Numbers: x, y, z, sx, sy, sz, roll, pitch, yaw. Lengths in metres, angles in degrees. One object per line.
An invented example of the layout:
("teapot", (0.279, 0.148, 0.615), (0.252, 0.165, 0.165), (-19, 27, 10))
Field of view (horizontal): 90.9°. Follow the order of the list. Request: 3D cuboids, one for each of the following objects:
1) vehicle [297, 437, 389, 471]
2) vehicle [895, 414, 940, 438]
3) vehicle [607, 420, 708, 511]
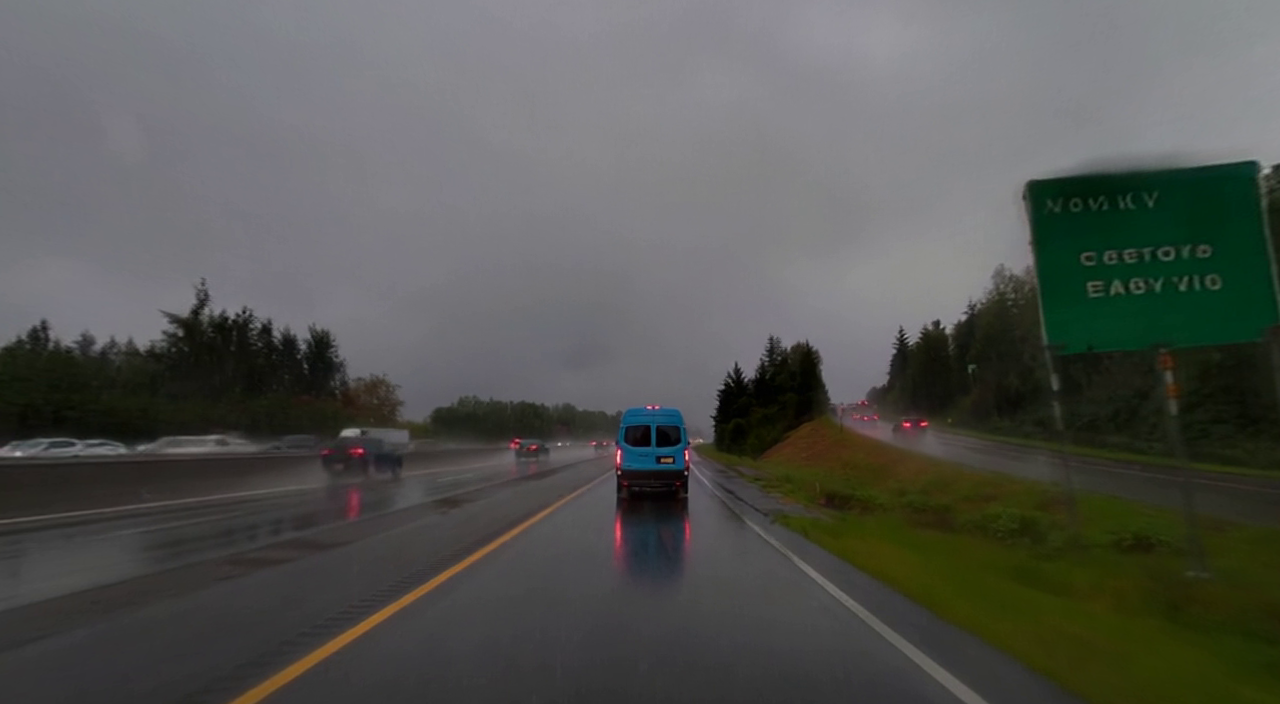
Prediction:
("vehicle", (-15.955, 5.520, 34.293), (2.309, 1.683, 5.063), (-1, -8, 3))
("vehicle", (20.747, 5.603, 47.410), (2.098, 1.654, 4.637), (-2, -8, 11))
("vehicle", (0.330, 2.637, 15.139), (2.043, 1.821, 4.558), (0, -8, 0))
